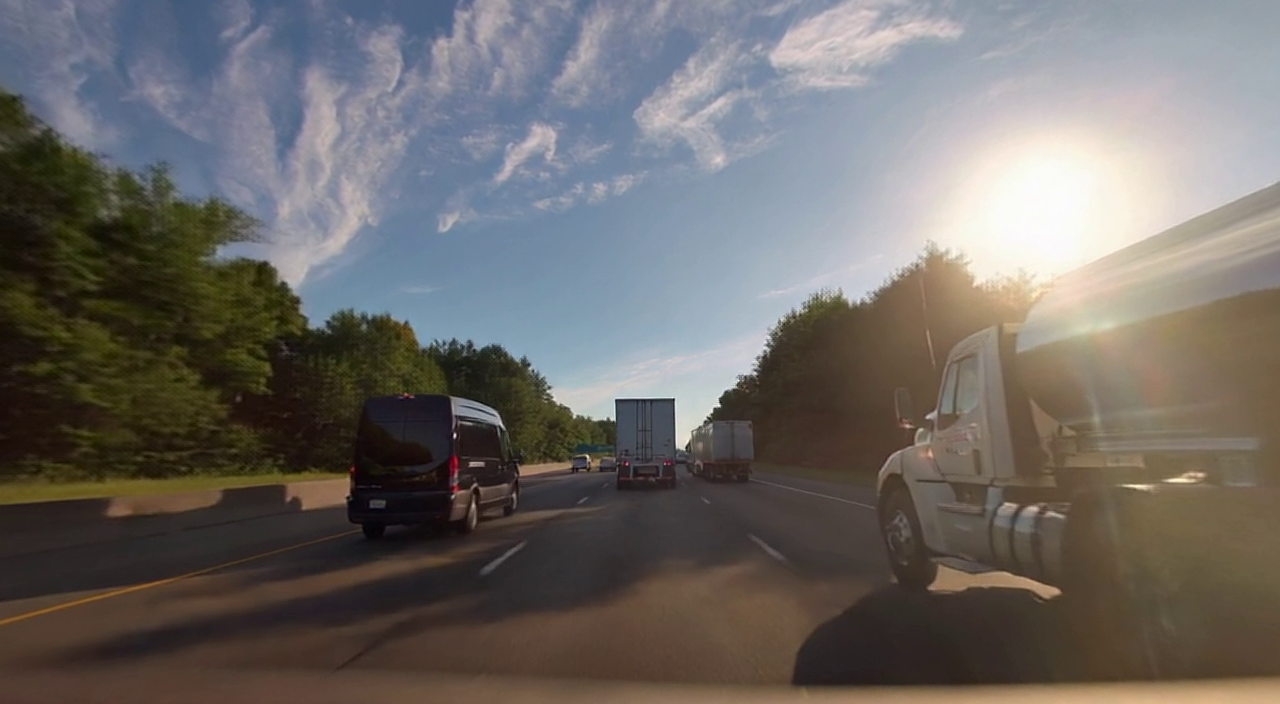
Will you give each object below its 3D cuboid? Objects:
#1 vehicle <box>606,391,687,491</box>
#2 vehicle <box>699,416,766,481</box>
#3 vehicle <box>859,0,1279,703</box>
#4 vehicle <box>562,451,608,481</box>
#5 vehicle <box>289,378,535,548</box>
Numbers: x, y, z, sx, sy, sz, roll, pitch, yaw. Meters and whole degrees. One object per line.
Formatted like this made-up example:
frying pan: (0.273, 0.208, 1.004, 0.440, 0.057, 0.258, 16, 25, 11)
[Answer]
vehicle: (0.119, 3.831, 26.459, 2.773, 3.455, 9.118, 0, -10, -1)
vehicle: (5.567, 6.171, 40.115, 2.706, 3.500, 11.483, 0, -9, 1)
vehicle: (4.294, -0.439, 1.655, 3.139, 4.152, 11.915, 0, -9, 0)
vehicle: (-3.229, 6.774, 37.797, 2.134, 1.652, 4.439, -1, -9, 3)
vehicle: (-4.009, 2.191, 12.843, 2.525, 2.572, 6.260, 0, -9, 1)
